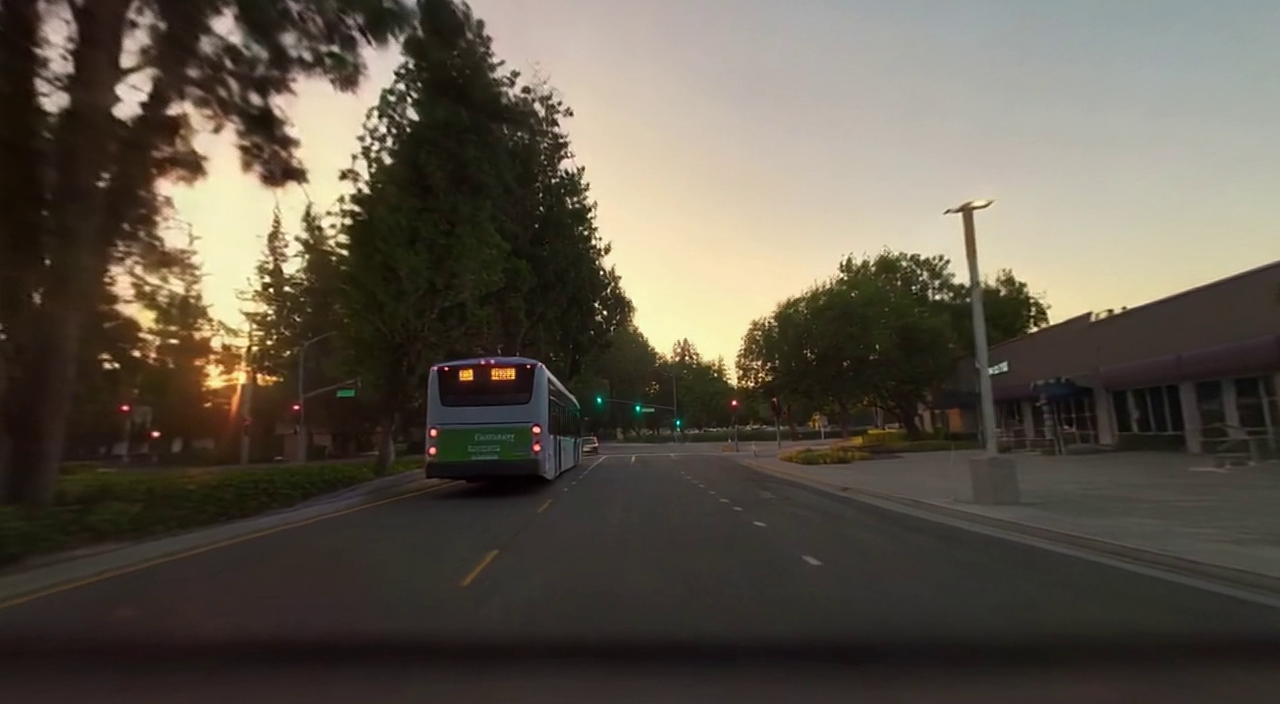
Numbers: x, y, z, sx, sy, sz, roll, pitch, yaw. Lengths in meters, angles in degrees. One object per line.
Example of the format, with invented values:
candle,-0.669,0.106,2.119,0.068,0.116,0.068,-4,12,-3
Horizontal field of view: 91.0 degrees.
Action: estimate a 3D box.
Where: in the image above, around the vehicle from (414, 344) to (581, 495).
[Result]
vehicle,-3.724,2.342,19.818,3.031,3.429,11.005,0,-9,-2
